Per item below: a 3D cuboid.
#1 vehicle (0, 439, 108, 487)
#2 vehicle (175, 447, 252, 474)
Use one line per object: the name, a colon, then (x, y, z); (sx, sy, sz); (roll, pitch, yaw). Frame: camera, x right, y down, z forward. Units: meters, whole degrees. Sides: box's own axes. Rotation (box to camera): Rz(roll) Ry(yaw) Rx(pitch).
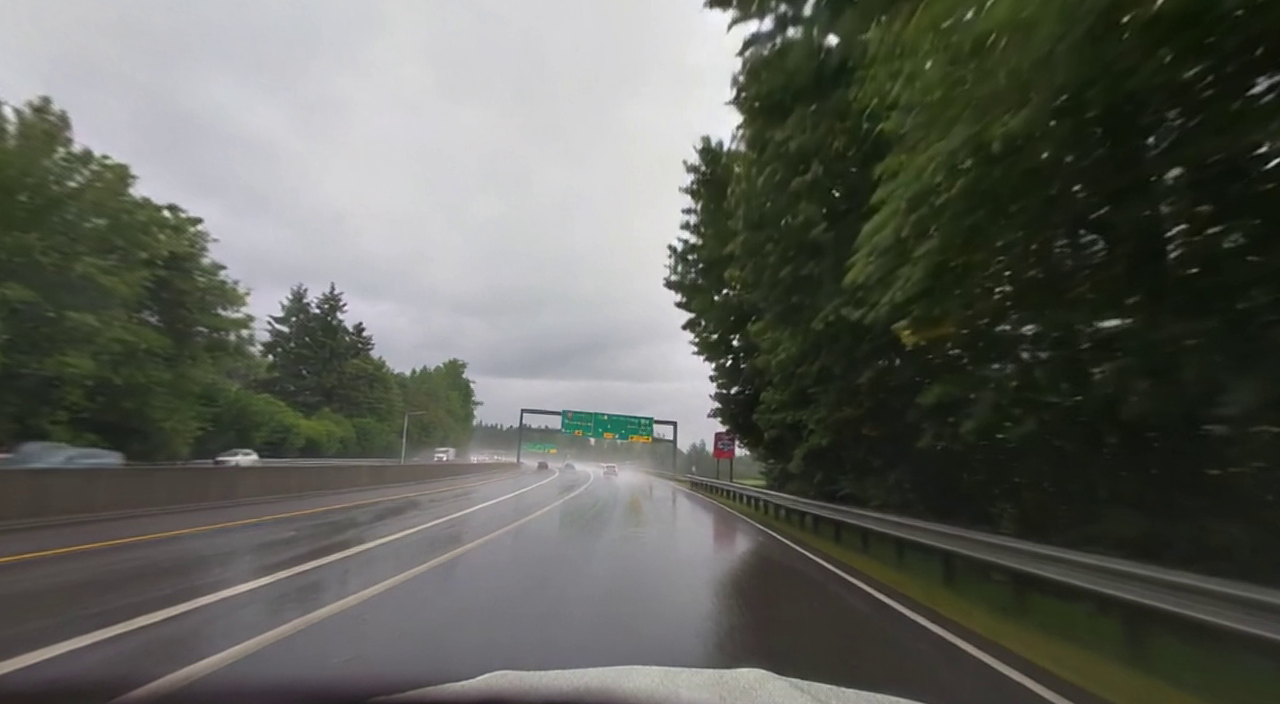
vehicle: (-21.206, 3.814, 21.598); (2.041, 1.494, 4.669); (1, -10, -4)
vehicle: (-26.540, 6.823, 39.430); (1.864, 1.526, 4.574); (1, -10, -4)
